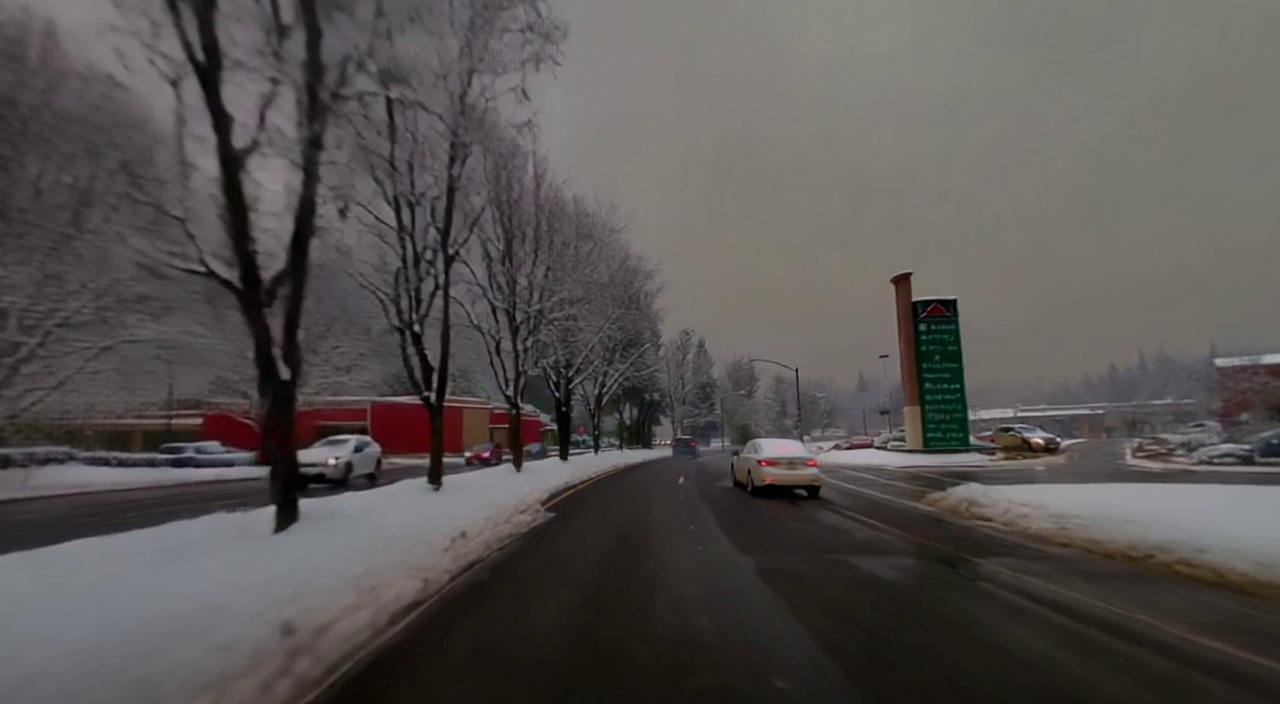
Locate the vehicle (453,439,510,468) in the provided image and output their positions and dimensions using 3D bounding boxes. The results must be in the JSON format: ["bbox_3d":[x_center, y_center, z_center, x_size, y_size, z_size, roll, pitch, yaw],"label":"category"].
[{"bbox_3d":[-9.951,6.418,40.102,1.951,1.731,4.440,-1,-8,7],"label":"vehicle"}]

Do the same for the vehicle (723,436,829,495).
[{"bbox_3d":[3.841,3.284,18.801,2.132,1.497,4.827,0,-8,1],"label":"vehicle"}]

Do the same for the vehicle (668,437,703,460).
[{"bbox_3d":[3.577,7.462,49.098,2.123,1.703,4.292,-2,-8,11],"label":"vehicle"}]

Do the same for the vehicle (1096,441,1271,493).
[{"bbox_3d":[17.001,3.541,19.803,4.653,1.471,1.850,2,-9,-17],"label":"vehicle"}]

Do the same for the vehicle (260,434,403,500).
[{"bbox_3d":[-8.952,3.347,18.862,2.045,1.689,4.545,0,-8,-2],"label":"vehicle"}]

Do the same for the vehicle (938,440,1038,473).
[{"bbox_3d":[18.820,5.665,34.233,4.512,1.561,1.846,-8,-11,31],"label":"vehicle"}]
